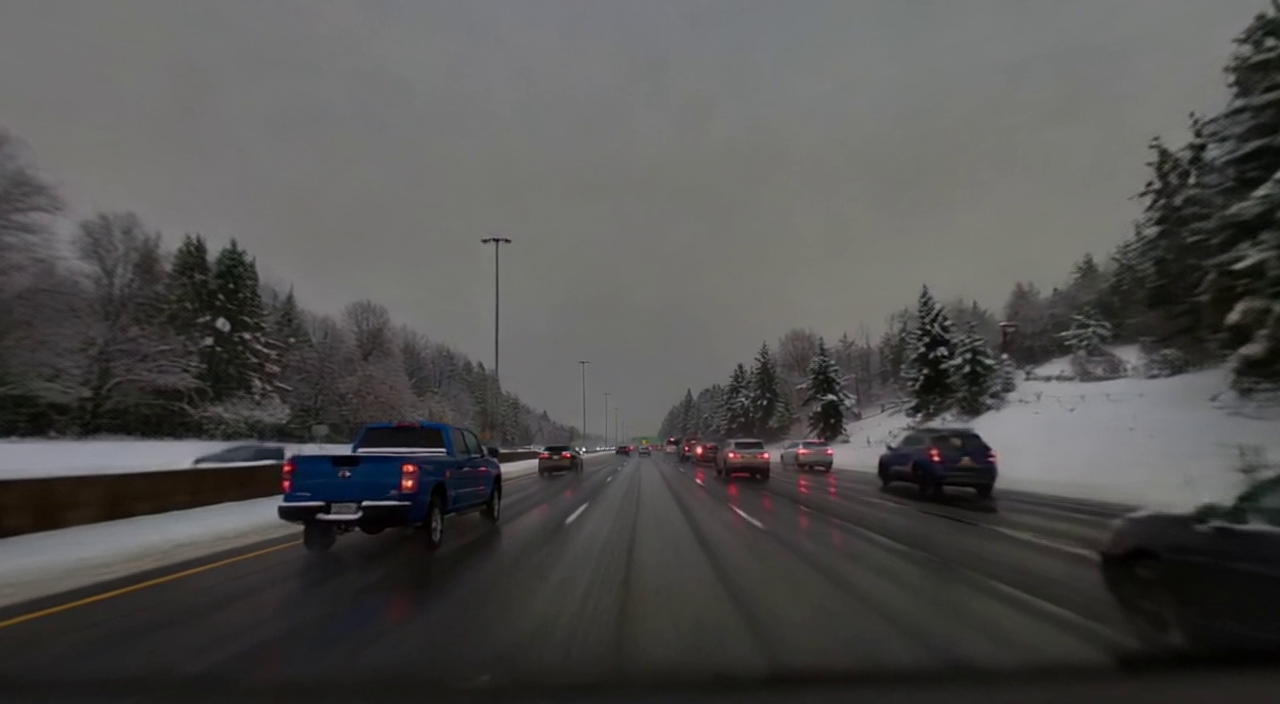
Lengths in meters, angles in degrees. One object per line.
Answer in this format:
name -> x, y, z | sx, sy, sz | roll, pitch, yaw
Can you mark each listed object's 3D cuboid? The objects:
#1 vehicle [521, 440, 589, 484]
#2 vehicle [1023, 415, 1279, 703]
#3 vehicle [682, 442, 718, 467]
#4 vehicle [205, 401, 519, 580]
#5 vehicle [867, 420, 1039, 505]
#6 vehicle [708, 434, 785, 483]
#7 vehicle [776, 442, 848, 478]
vehicle -> -3.308, 4.381, 25.503 | 1.974, 1.589, 5.047 | 0, -8, 1
vehicle -> 3.626, 0.870, 1.741 | 2.040, 1.461, 4.822 | 0, -8, -1
vehicle -> 4.192, 7.223, 44.738 | 2.023, 1.670, 4.869 | 0, -8, -1
vehicle -> -3.222, 1.722, 8.684 | 2.139, 1.764, 4.707 | 0, -8, 0
vehicle -> 7.855, 2.815, 16.486 | 2.067, 1.869, 4.657 | 0, -8, 0
vehicle -> 4.100, 4.184, 25.105 | 2.144, 1.752, 4.765 | 0, -8, -1
vehicle -> 7.700, 4.873, 28.695 | 1.904, 1.473, 4.598 | 0, -8, -1
